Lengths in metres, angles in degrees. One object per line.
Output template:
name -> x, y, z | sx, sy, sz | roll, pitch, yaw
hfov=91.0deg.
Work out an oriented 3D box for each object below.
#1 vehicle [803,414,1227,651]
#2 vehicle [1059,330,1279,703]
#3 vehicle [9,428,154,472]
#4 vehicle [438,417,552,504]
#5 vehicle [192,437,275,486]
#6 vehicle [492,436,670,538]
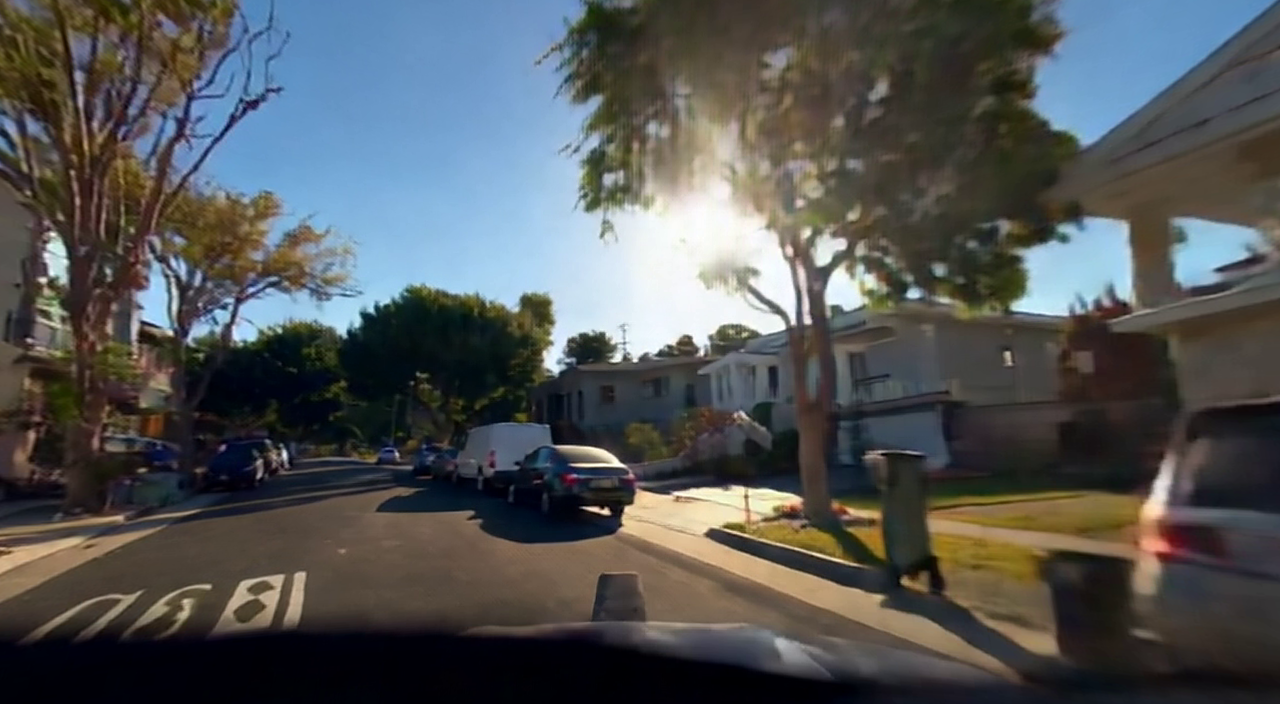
vehicle -> 3.814, 1.529, 6.322 | 4.030, 1.648, 1.827 | 4, -10, -31
vehicle -> 5.116, 0.999, 3.856 | 4.585, 1.969, 2.046 | 4, -10, -26
vehicle -> -23.625, 4.164, 26.847 | 4.153, 1.550, 2.029 | 5, -3, -28
vehicle -> -4.343, 2.958, 18.221 | 1.993, 2.129, 4.893 | 4, -7, -27
vehicle -> -14.049, 3.810, 22.017 | 1.908, 1.493, 4.806 | 7, -11, -27
vehicle -> -1.362, 2.443, 12.311 | 1.828, 1.442, 4.476 | 4, -7, -28
